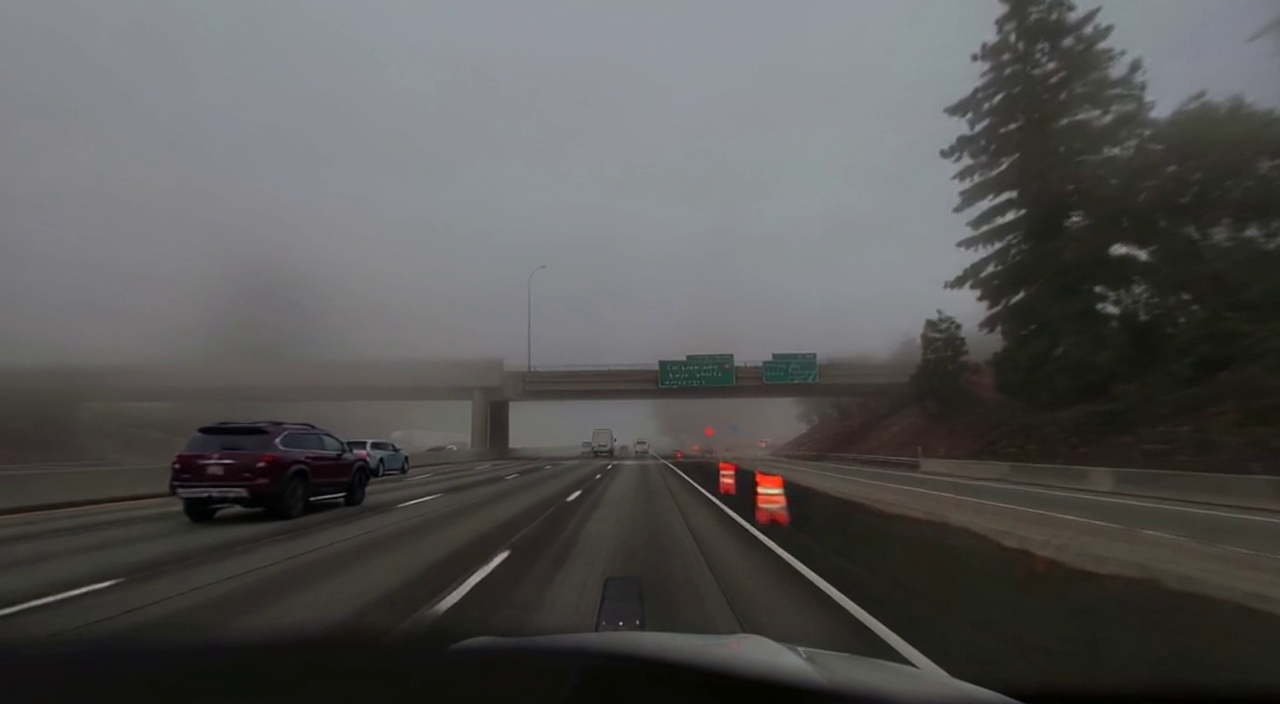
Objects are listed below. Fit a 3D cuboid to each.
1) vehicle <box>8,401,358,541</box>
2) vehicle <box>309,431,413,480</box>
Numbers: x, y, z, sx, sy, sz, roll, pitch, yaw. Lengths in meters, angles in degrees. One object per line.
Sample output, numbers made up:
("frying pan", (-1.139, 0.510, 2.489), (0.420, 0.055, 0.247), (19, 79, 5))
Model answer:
("vehicle", (-6.977, 1.889, 10.593), (2.103, 1.775, 4.966), (0, -8, 0))
("vehicle", (-10.498, 3.933, 24.105), (1.964, 1.662, 4.367), (0, -8, 0))
